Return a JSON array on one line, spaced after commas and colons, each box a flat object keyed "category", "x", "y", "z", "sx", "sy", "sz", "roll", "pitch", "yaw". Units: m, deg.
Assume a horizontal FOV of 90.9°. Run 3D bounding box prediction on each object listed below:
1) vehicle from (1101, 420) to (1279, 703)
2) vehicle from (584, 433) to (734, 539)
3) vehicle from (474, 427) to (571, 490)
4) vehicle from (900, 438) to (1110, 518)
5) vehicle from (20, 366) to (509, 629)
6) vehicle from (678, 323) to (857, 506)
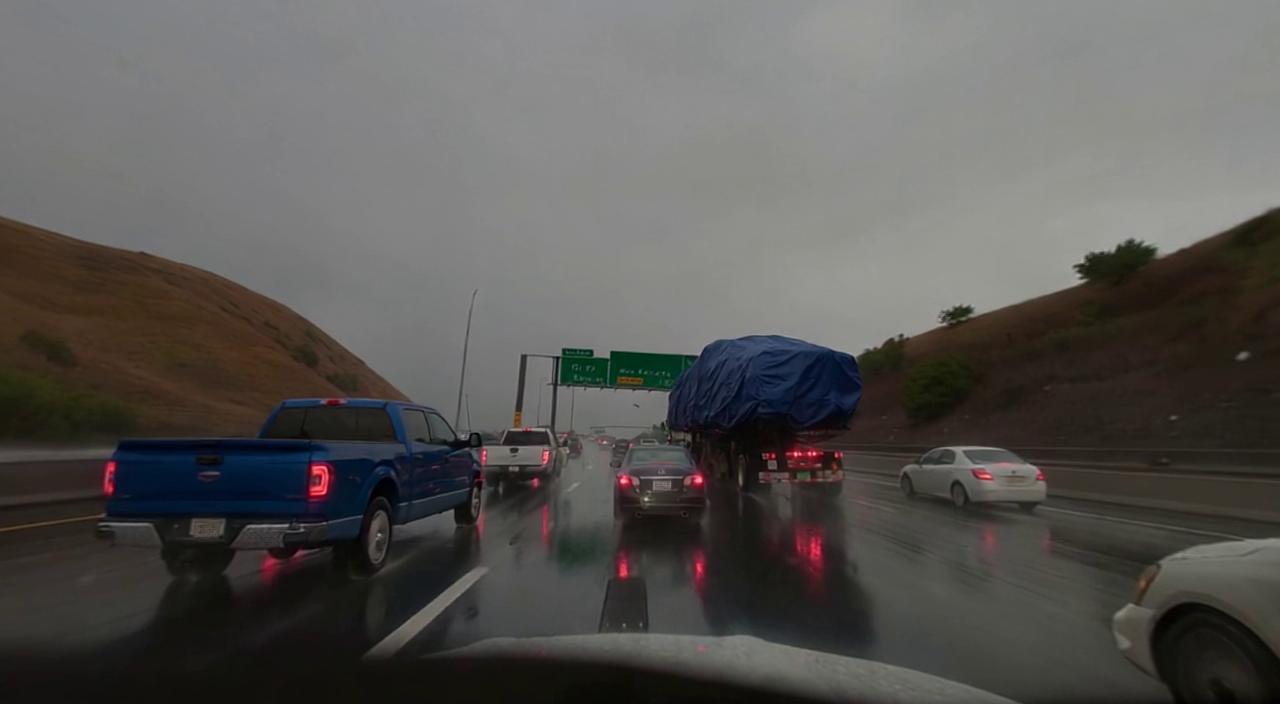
[{"category": "vehicle", "x": 3.588, "y": 0.783, "z": 0.987, "sx": 2.169, "sy": 1.447, "sz": 4.817, "roll": 0, "pitch": -8, "yaw": 1}, {"category": "vehicle", "x": 0.220, "y": 2.177, "z": 10.924, "sx": 2.105, "sy": 1.471, "sz": 3.978, "roll": 0, "pitch": -8, "yaw": -1}, {"category": "vehicle", "x": -3.707, "y": 3.465, "z": 20.992, "sx": 2.348, "sy": 1.821, "sz": 5.061, "roll": 0, "pitch": -8, "yaw": -1}, {"category": "vehicle", "x": 7.768, "y": 2.684, "z": 14.030, "sx": 2.092, "sy": 1.495, "sz": 4.194, "roll": 0, "pitch": -8, "yaw": -1}, {"category": "vehicle", "x": -3.286, "y": 1.432, "z": 7.328, "sx": 2.318, "sy": 1.902, "sz": 5.374, "roll": 0, "pitch": -8, "yaw": 1}, {"category": "vehicle", "x": 3.176, "y": 2.151, "z": 19.618, "sx": 2.759, "sy": 4.098, "sz": 10.906, "roll": 0, "pitch": -8, "yaw": -3}]
